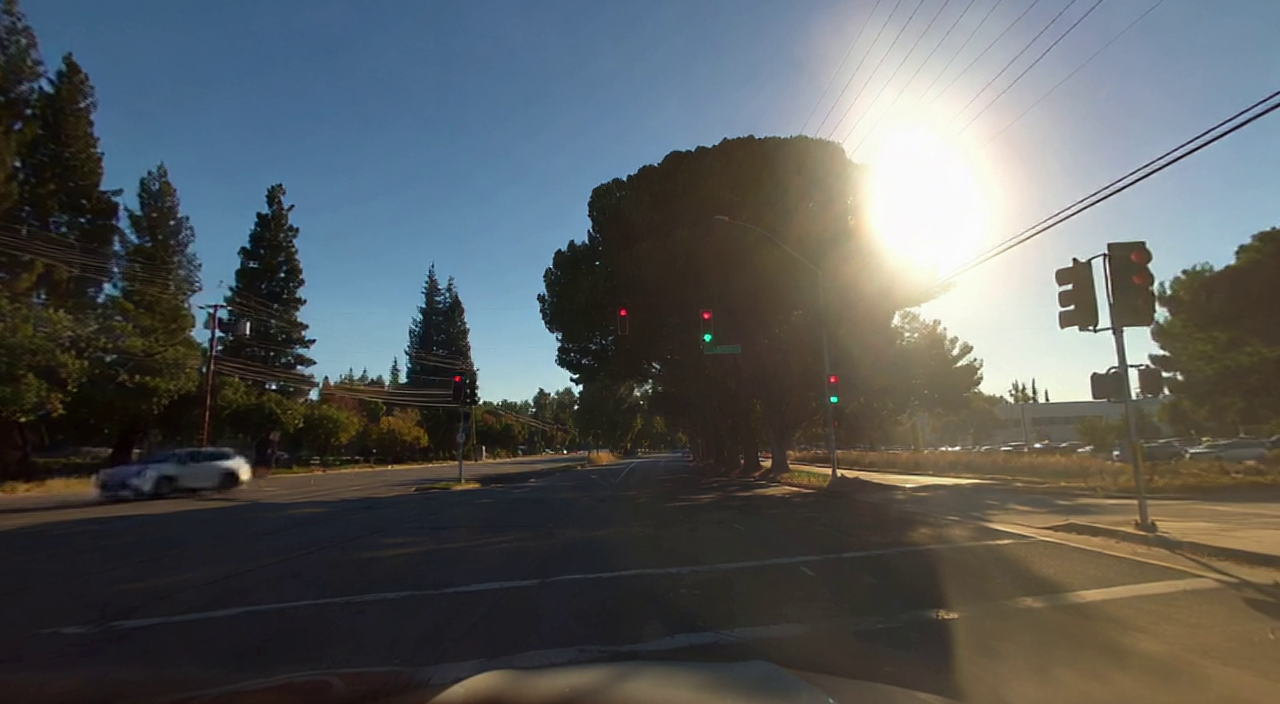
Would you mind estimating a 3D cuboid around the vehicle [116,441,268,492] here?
[{"bbox_3d":[-15.073,3.833,21.608,1.893,1.547,4.283,-1,-8,3],"label":"vehicle"}]
